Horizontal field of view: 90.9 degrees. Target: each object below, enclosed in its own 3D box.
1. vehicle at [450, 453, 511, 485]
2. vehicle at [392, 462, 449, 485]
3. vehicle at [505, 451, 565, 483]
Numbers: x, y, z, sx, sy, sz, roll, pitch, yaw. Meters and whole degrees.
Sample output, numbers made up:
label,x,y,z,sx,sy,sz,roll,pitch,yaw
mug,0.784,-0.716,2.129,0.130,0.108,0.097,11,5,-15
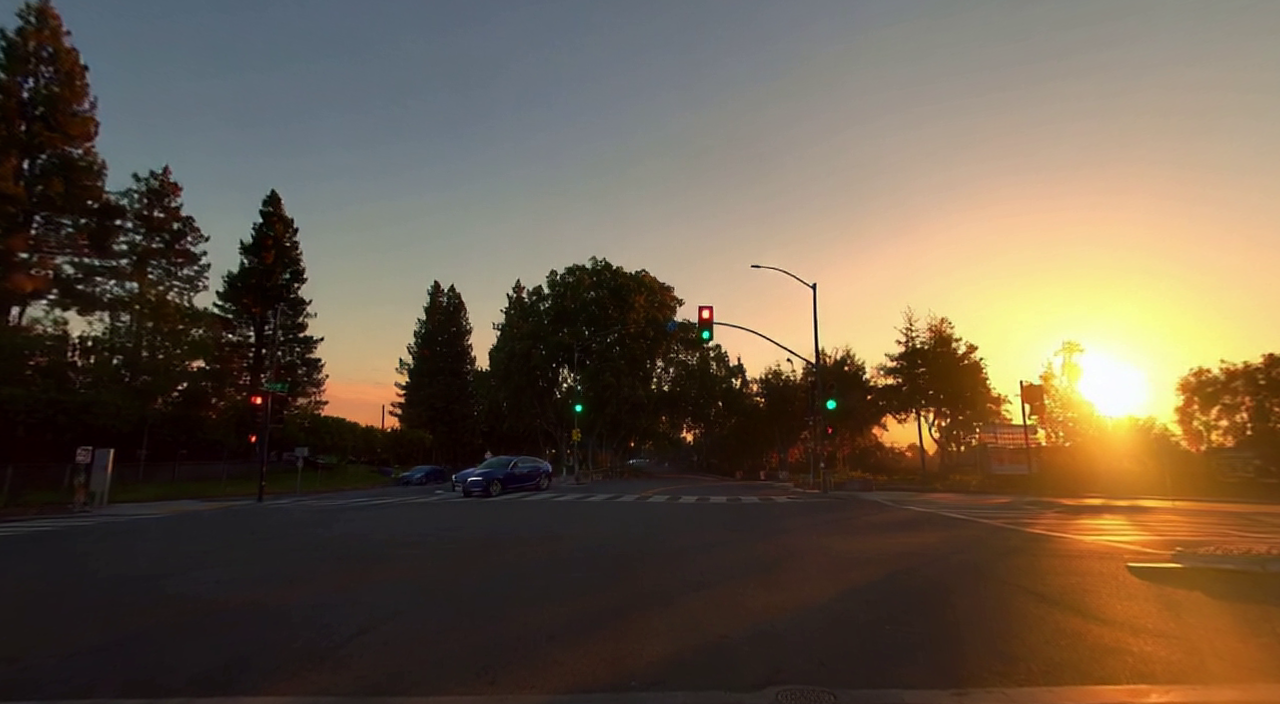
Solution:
label,x,y,z,sx,sy,sz,roll,pitch,yaw
vehicle,-8.040,5.901,32.113,1.960,1.433,4.213,0,-8,1
vehicle,-16.427,9.122,47.433,2.029,1.500,4.491,-2,-9,11
vehicle,-5.247,5.792,32.104,2.107,1.456,4.728,0,-8,1
